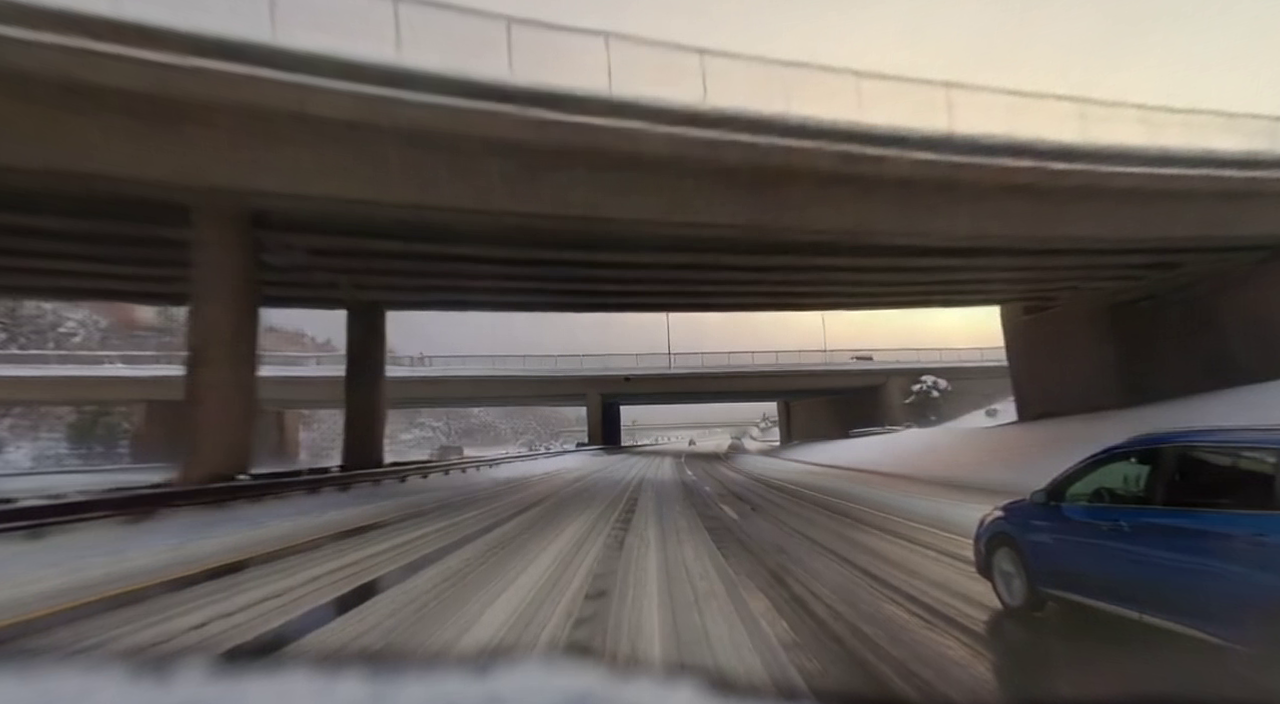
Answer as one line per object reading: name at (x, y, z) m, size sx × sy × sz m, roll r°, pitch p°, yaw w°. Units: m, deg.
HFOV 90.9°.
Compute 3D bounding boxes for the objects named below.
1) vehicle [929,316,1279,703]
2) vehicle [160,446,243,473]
vehicle at (3.593, 0.850, 3.335) m, size 2.019 × 1.732 × 4.579 m, roll 0°, pitch -8°, yaw 1°
vehicle at (-29.421, 7.191, 42.491) m, size 1.935 × 1.691 × 4.440 m, roll -2°, pitch -9°, yaw 9°
